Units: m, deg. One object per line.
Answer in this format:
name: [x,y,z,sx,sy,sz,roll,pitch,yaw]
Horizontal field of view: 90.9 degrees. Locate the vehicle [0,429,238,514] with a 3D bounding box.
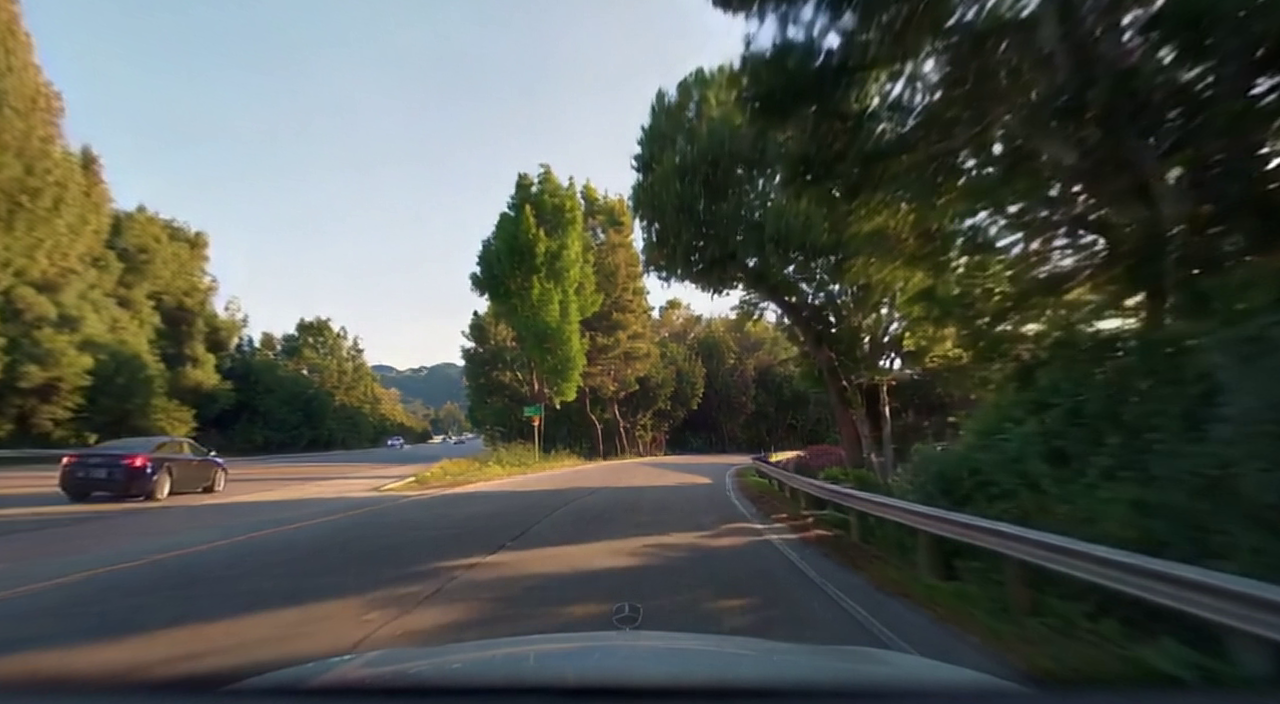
vehicle: [-11.189,2.547,13.967,2.015,1.517,4.991,1,-9,-10]
